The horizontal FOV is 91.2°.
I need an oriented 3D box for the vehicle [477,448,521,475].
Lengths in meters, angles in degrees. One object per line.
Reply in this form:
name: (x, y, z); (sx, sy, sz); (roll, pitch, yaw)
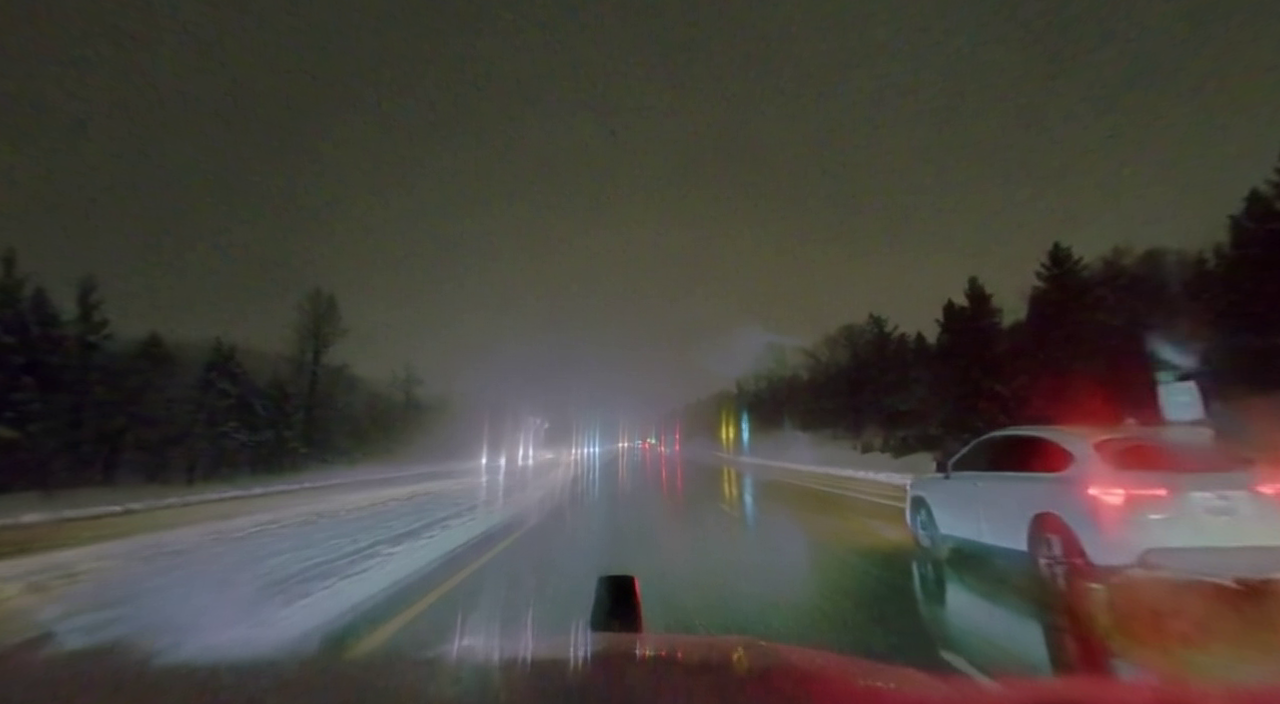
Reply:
vehicle: (-8.840, 6.885, 39.655); (1.932, 1.559, 4.173); (0, -9, -1)

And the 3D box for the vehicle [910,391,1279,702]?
vehicle: (4.120, 1.277, 5.238); (2.001, 1.555, 4.098); (-1, -9, 2)
